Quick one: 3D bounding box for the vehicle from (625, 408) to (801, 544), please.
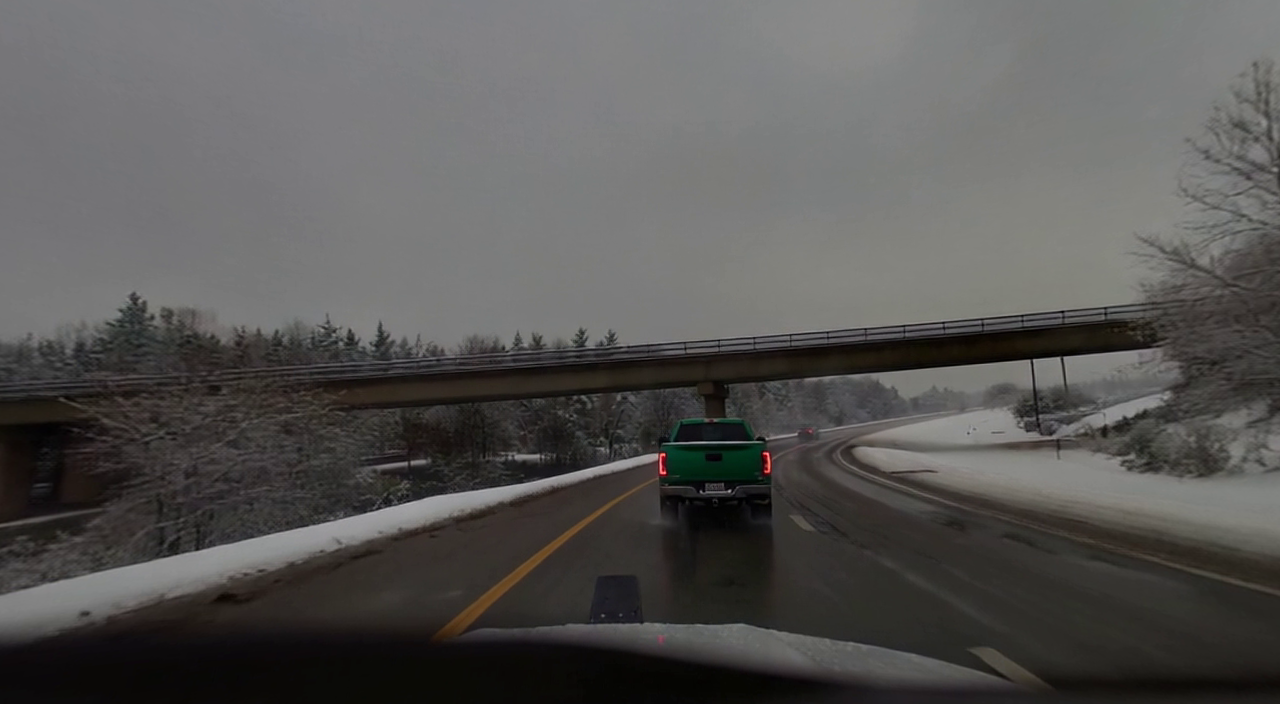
[{"bbox_3d":[1.146,1.916,10.347,2.235,1.716,4.435,-1,-9,6],"label":"vehicle"}]
